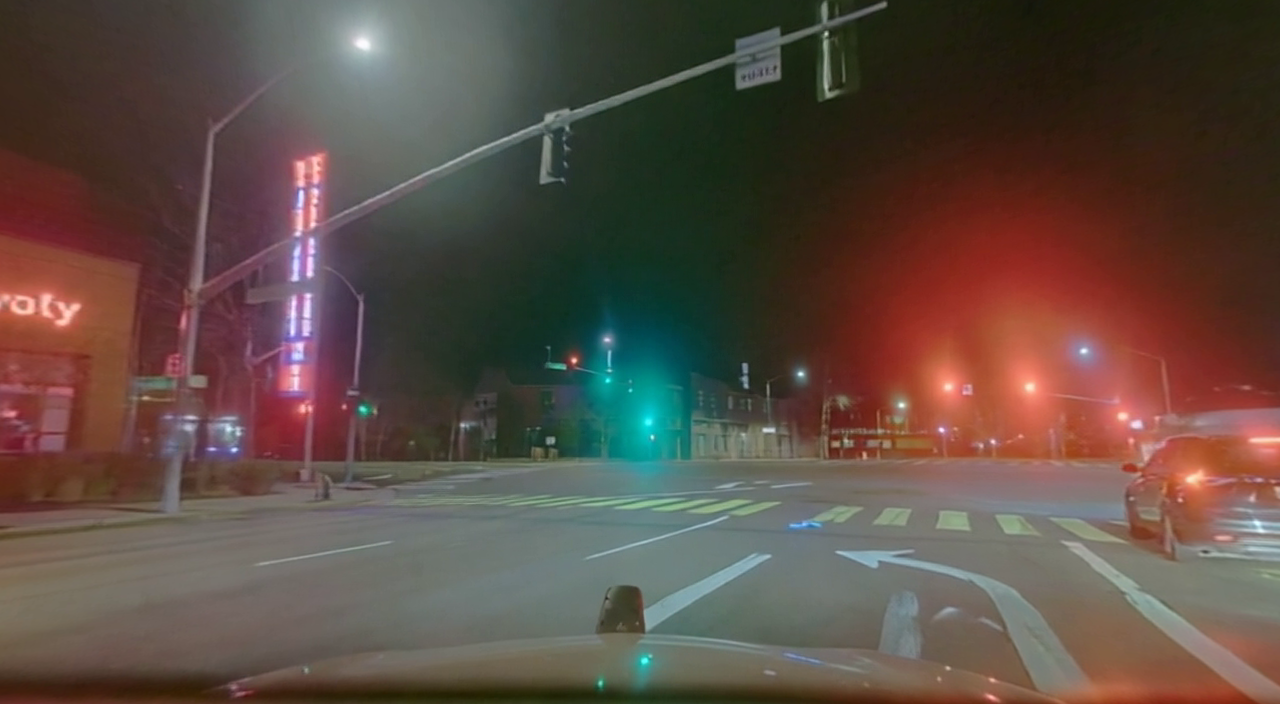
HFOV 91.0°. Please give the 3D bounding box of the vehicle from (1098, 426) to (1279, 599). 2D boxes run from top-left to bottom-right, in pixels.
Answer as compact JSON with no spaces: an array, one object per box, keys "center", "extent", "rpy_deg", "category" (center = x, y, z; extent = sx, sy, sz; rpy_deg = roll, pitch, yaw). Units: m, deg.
[{"center":[7.350,1.779,7.707],"extent":[2.067,1.625,4.073],"rpy_deg":[-4,-9,26],"category":"vehicle"}]
